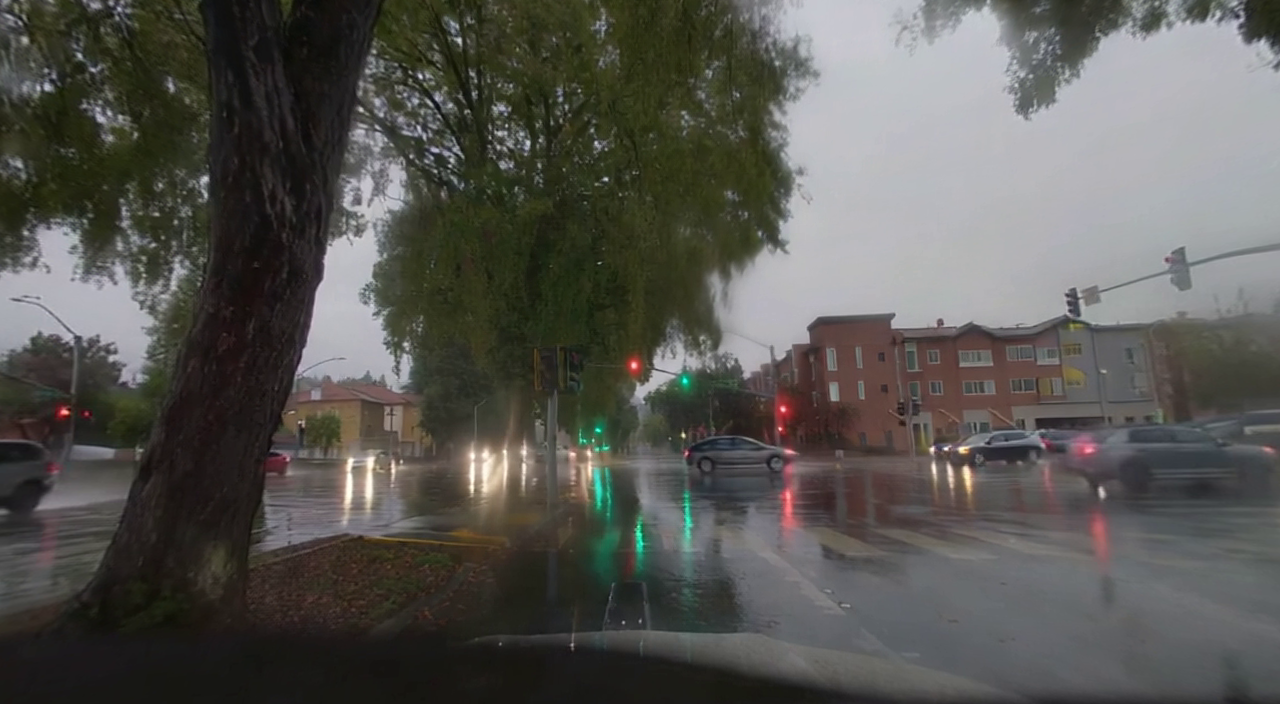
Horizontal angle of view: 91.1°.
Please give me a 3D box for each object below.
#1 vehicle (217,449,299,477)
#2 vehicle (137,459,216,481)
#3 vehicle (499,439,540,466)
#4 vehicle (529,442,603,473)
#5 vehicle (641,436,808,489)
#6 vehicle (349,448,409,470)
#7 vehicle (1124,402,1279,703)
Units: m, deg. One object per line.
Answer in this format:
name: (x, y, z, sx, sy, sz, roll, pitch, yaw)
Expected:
vehicle: (-21.730, 6.325, 35.951, 1.853, 1.456, 4.531, 0, -8, 0)
vehicle: (-31.095, 7.900, 42.187, 1.648, 1.330, 3.857, -4, -10, 28)
vehicle: (-8.462, 7.100, 44.562, 2.276, 1.842, 4.958, 1, -8, -4)
vehicle: (-4.128, 5.722, 34.317, 2.006, 1.515, 5.017, 5, -10, -31)
vehicle: (2.582, 3.372, 19.456, 4.719, 1.449, 2.026, -4, -9, 27)
vehicle: (-18.446, 7.555, 44.564, 2.203, 1.471, 4.723, 0, -8, 0)
vehicle: (3.097, 0.656, 0.422, 1.990, 1.454, 4.490, 0, -8, 1)
